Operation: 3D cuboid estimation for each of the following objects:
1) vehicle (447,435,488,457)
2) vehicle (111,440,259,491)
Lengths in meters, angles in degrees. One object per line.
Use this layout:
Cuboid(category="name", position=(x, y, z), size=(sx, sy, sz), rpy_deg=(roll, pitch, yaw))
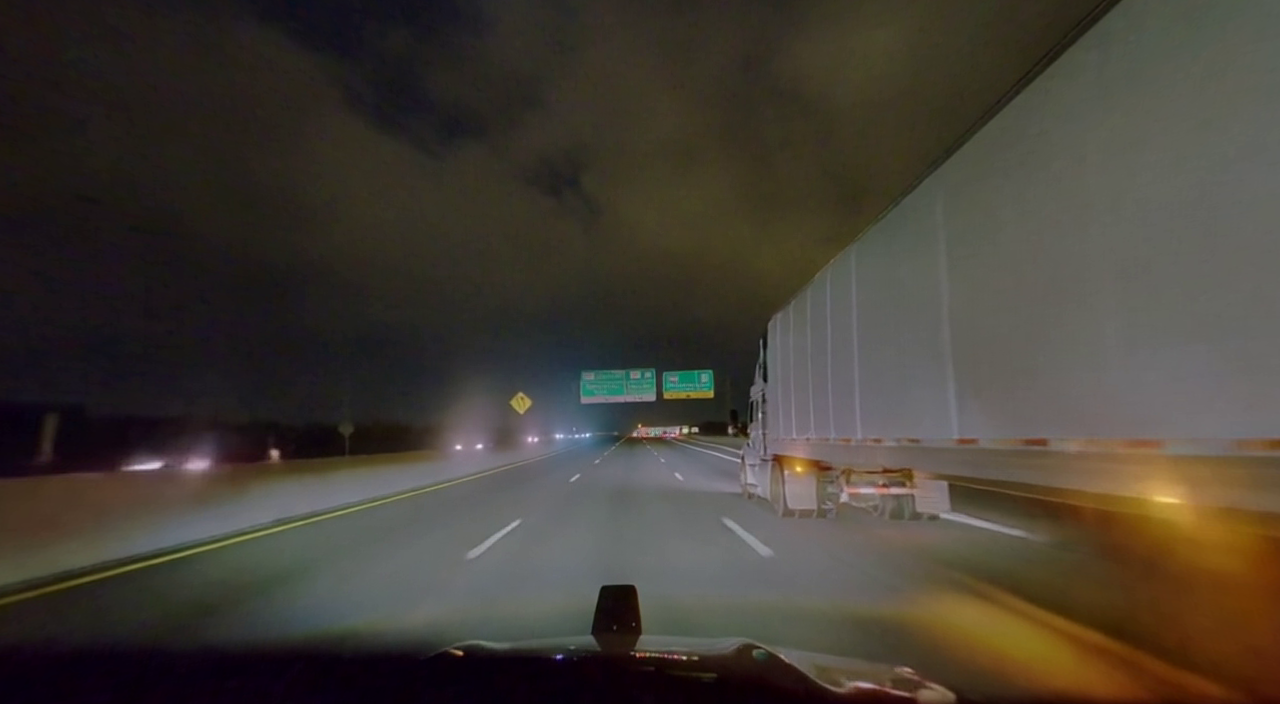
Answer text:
Cuboid(category="vehicle", position=(-12.449, 6.764, 45.614), size=(1.884, 1.503, 4.042), rpy_deg=(0, -8, 0))
Cuboid(category="vehicle", position=(-15.046, 3.713, 21.116), size=(1.903, 1.502, 4.120), rpy_deg=(0, -8, -1))
